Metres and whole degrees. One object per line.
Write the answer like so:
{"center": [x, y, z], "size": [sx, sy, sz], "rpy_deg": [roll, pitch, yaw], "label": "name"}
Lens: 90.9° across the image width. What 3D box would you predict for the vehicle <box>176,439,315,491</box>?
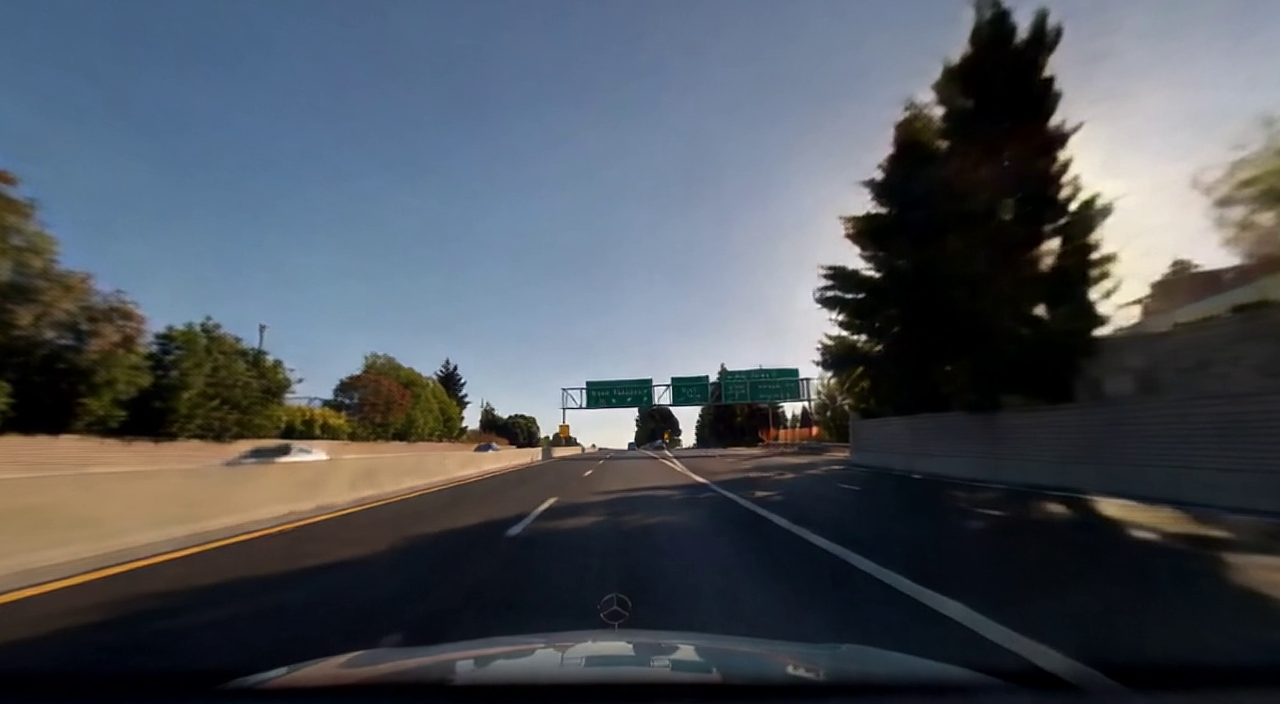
{"center": [-12.791, 3.651, 20.807], "size": [1.954, 1.492, 4.196], "rpy_deg": [0, -8, -1], "label": "vehicle"}
